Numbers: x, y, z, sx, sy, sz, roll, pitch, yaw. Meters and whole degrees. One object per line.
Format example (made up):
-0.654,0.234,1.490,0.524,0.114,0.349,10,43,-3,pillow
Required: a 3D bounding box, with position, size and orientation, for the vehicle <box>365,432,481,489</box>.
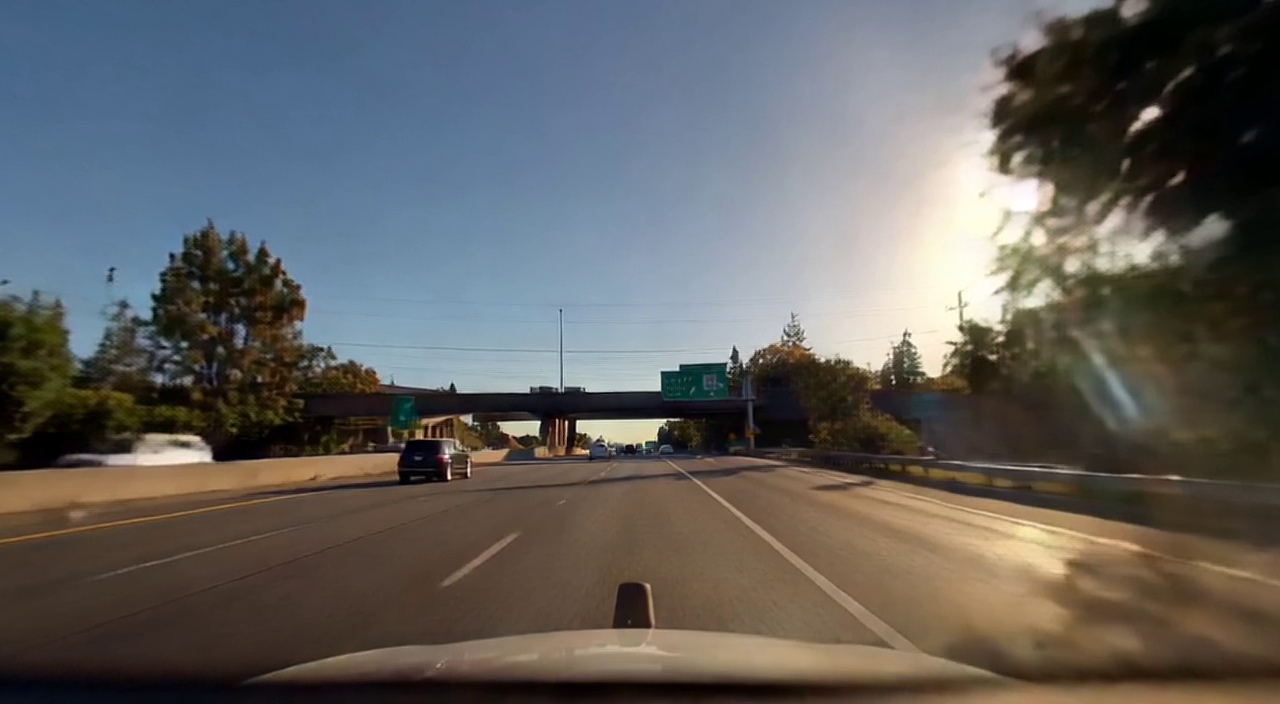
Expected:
-7.153,3.641,21.417,2.118,1.696,4.836,0,-9,1,vehicle
